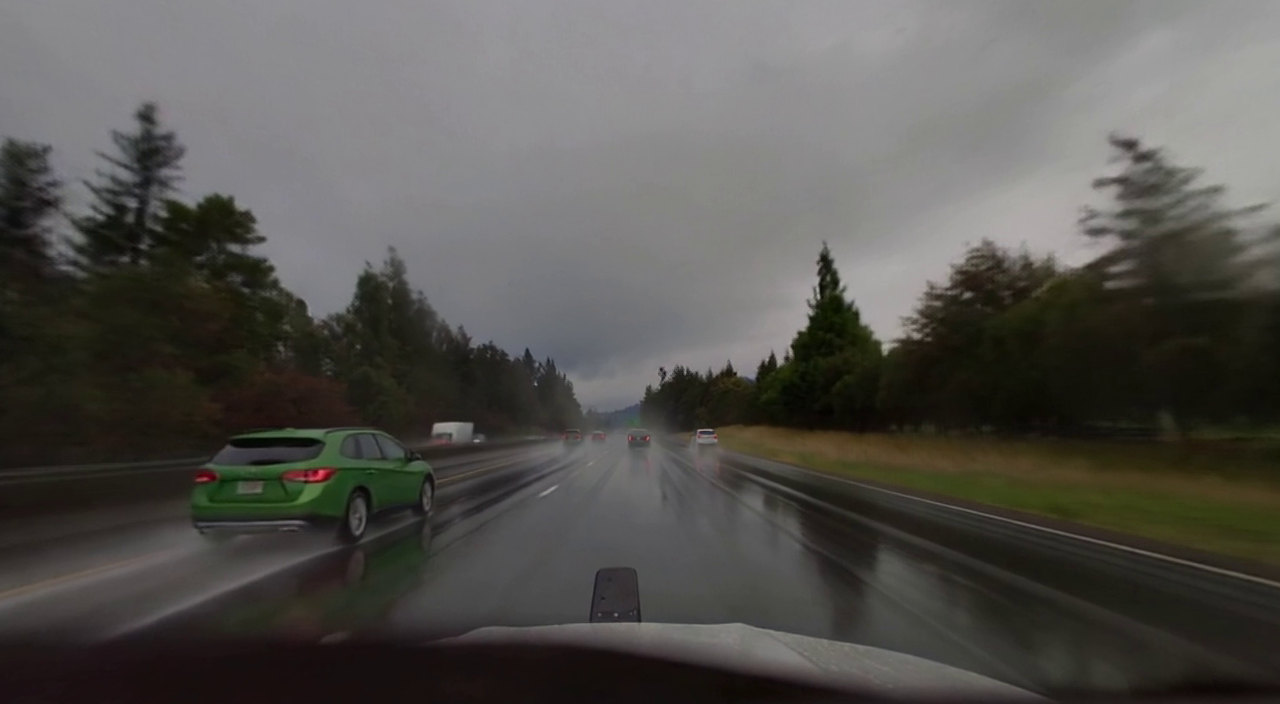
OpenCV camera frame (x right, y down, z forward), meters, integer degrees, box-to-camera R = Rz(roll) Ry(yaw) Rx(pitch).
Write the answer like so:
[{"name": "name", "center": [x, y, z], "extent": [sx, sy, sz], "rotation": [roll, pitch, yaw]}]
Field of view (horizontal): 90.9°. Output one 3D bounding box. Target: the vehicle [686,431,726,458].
[{"name": "vehicle", "center": [3.850, 5.443, 37.229], "extent": [1.841, 1.491, 3.869], "rotation": [0, -8, -2]}]

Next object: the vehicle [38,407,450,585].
[{"name": "vehicle", "center": [-4.122, 1.551, 7.846], "extent": [2.023, 1.512, 4.804], "rotation": [0, -8, 0]}]

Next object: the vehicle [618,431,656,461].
[{"name": "vehicle", "center": [-0.158, 4.863, 32.879], "extent": [1.869, 1.466, 3.356], "rotation": [0, -8, 0]}]
